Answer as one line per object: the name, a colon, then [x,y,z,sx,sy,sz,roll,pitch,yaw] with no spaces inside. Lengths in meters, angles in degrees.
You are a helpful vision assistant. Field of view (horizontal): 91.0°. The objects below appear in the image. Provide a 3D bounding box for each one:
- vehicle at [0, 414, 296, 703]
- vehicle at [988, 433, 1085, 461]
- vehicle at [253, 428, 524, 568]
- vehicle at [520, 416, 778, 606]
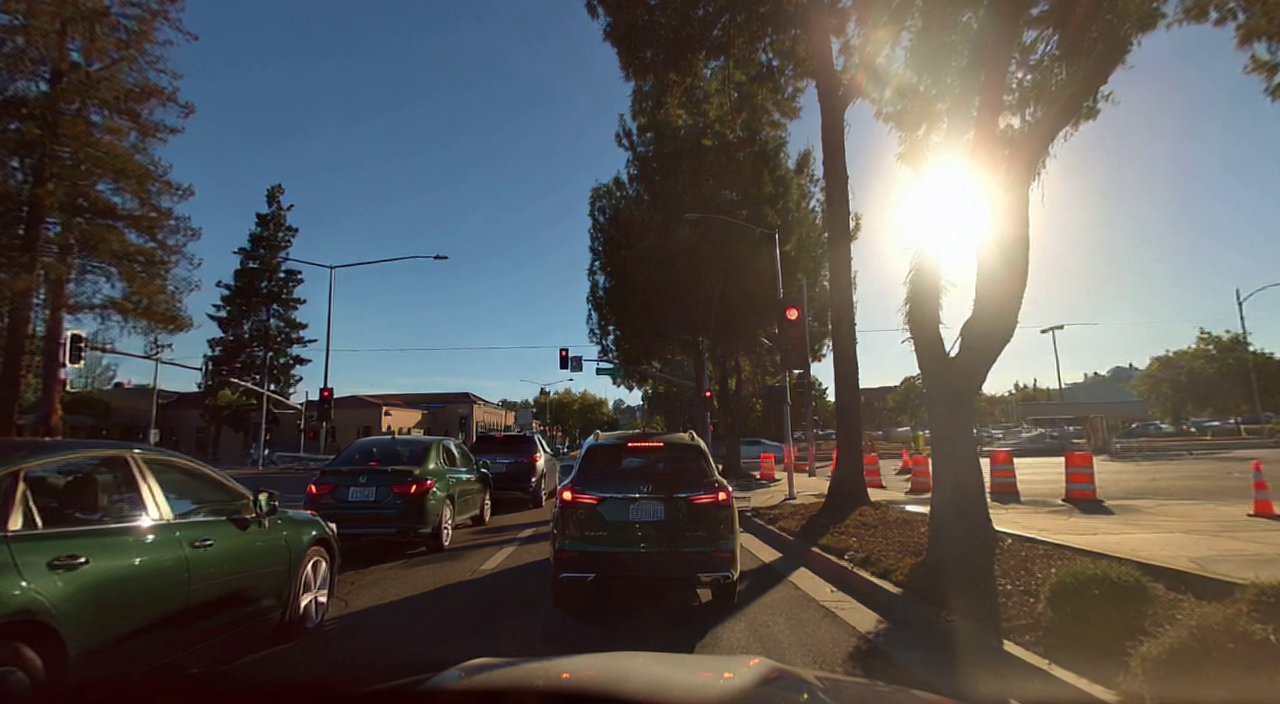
vehicle: [-3.582,0.943,2.150,2.064,1.497,4.722,0,-9,1]
vehicle: [25.552,6.150,40.681,4.827,1.729,1.986,0,-9,1]
vehicle: [-3.267,1.995,9.458,1.989,1.541,4.626,0,-9,2]
vehicle: [0.116,1.620,7.213,2.167,1.560,3.676,0,-9,1]
